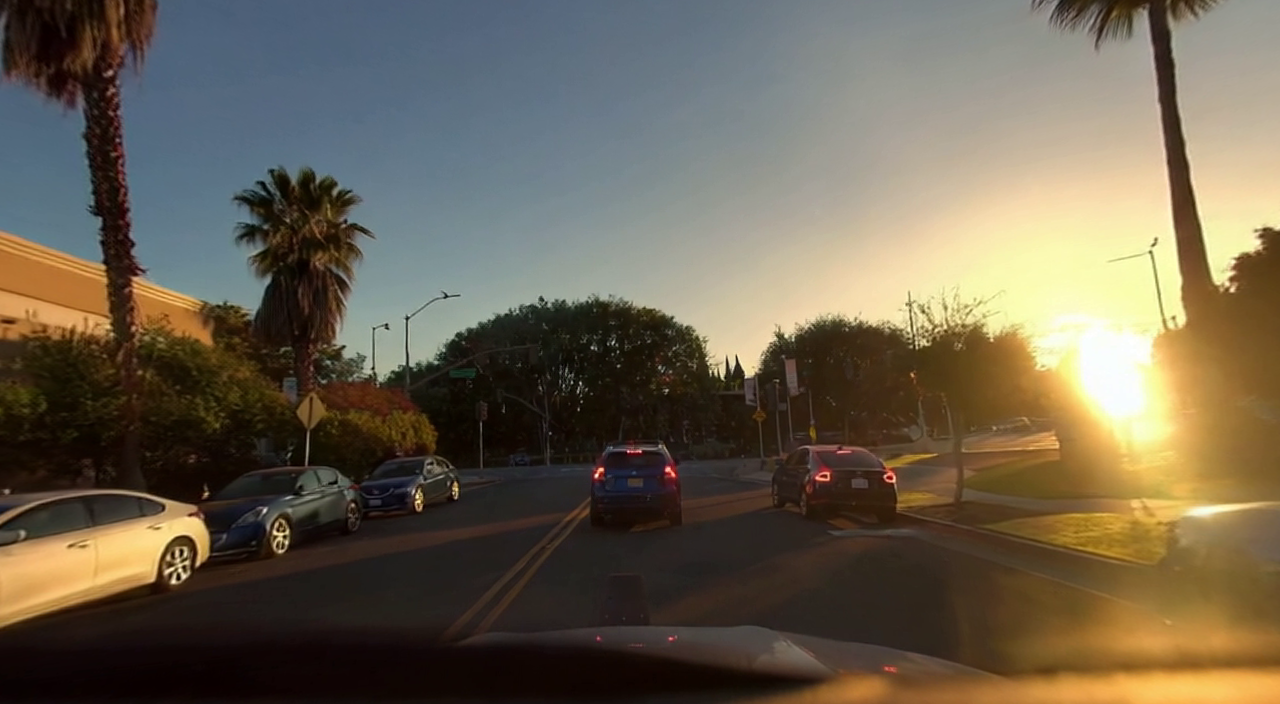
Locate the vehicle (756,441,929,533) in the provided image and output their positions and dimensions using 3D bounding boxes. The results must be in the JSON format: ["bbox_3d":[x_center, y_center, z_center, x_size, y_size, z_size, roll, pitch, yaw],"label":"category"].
[{"bbox_3d":[3.583,2.440,12.135,1.821,1.417,4.454,0,-8,-1],"label":"vehicle"}]

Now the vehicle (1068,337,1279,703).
[{"bbox_3d":[3.620,0.632,1.154,2.099,1.786,5.198,0,-8,1],"label":"vehicle"}]

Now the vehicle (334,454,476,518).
[{"bbox_3d":[-6.343,3.649,17.767,2.105,1.469,4.693,0,-8,1],"label":"vehicle"}]

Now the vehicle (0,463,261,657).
[{"bbox_3d":[-6.161,1.929,6.340,1.850,1.482,4.454,0,-8,1],"label":"vehicle"}]

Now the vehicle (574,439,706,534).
[{"bbox_3d":[-0.017,2.411,11.964,2.060,1.452,4.078,0,-8,0],"label":"vehicle"}]
